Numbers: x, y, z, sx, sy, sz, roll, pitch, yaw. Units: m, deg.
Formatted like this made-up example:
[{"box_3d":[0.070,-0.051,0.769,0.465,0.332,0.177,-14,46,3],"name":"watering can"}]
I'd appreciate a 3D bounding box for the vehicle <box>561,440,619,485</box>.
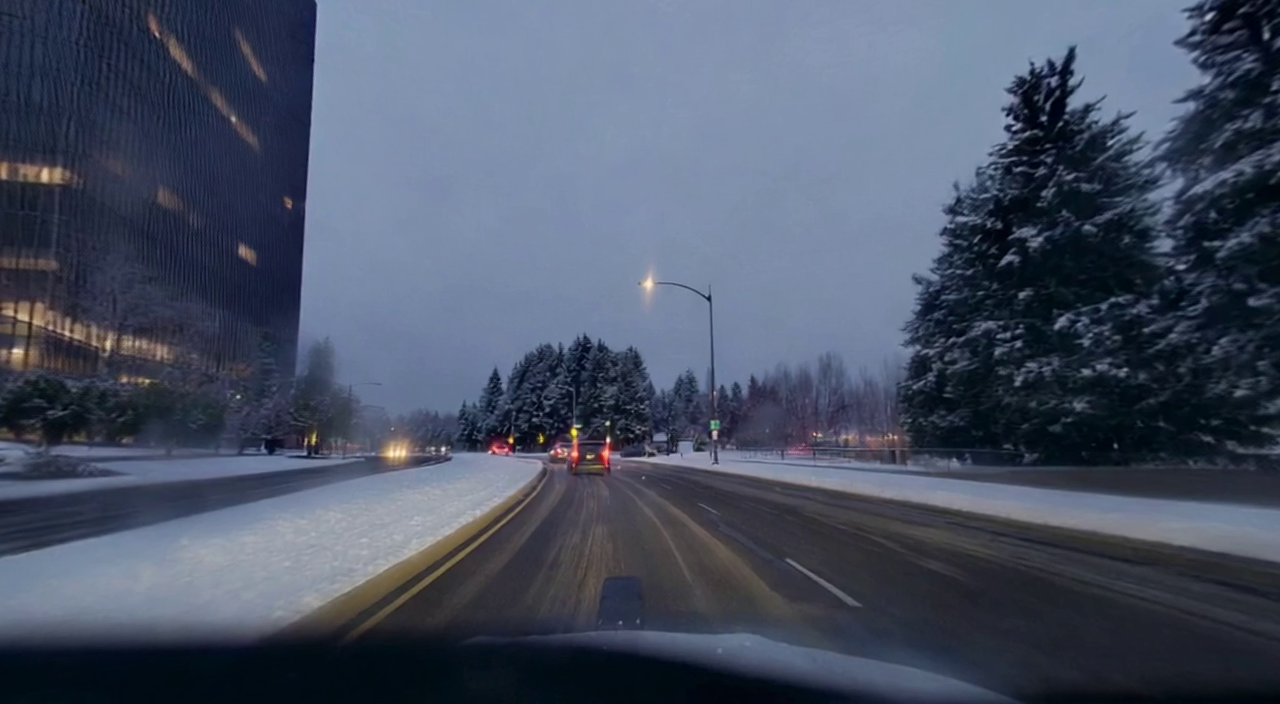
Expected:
[{"box_3d":[-2.096,4.514,25.984,2.183,1.675,4.319,1,-9,-6],"name":"vehicle"}]
